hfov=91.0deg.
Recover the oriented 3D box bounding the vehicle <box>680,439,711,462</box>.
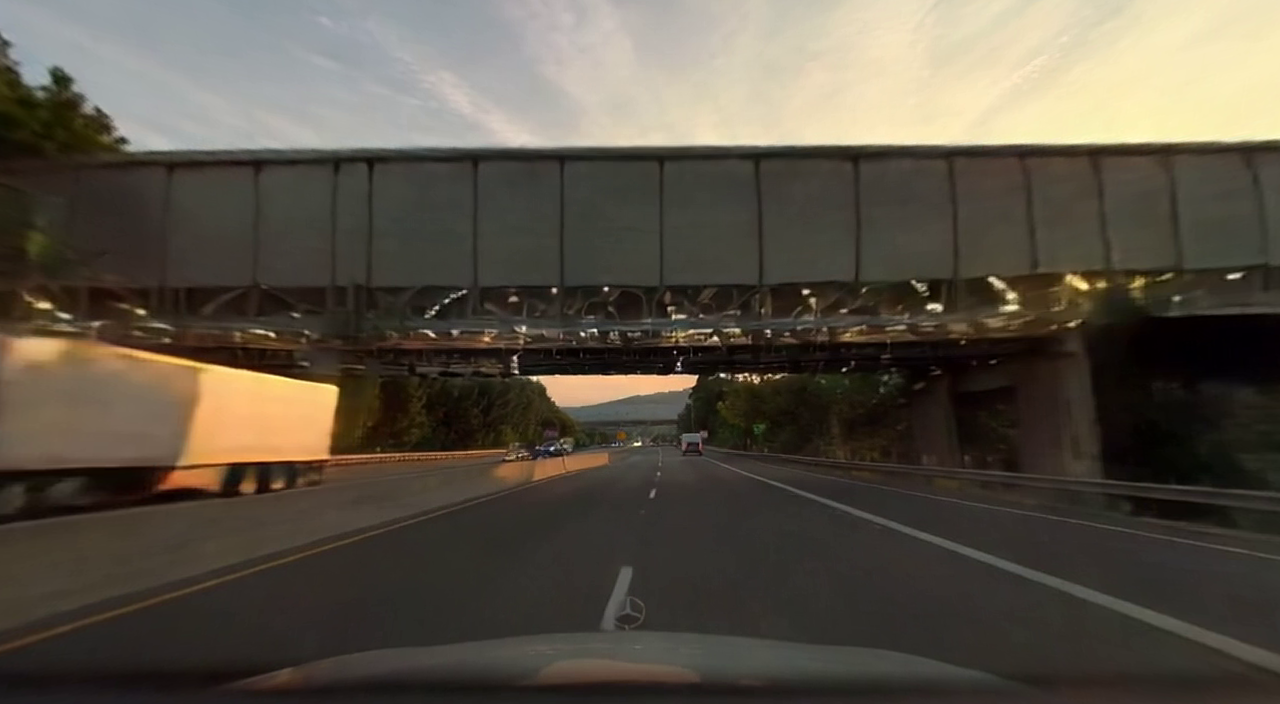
[{"bbox_3d":[4.012,7.184,45.997,1.954,1.550,4.140,0,-8,1],"label":"vehicle"}]

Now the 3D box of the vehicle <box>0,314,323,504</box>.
[{"bbox_3d":[-15.135,2.071,19.384,2.880,4.103,14.302,0,-8,2],"label":"vehicle"}]
